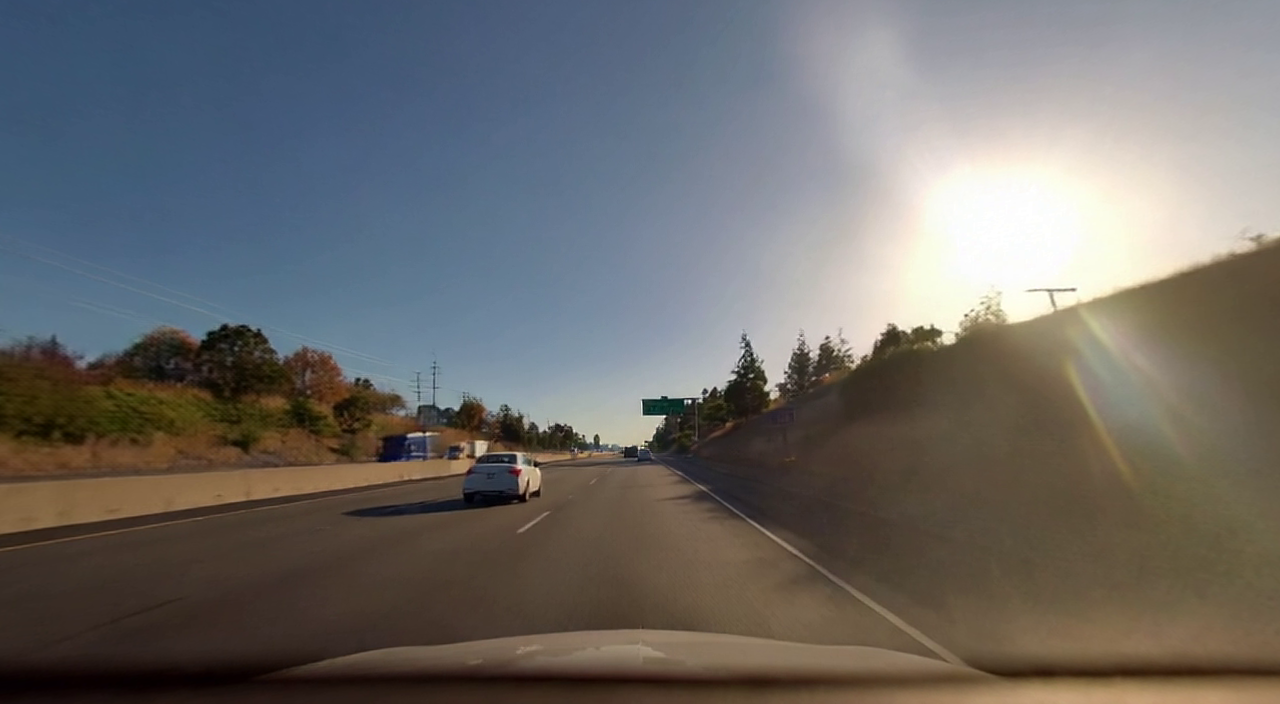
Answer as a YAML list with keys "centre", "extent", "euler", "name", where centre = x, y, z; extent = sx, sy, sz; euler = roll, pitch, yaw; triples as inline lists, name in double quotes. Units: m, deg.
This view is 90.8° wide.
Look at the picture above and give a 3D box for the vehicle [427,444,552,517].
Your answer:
- centre: [-3.404, 2.979, 15.140]
  extent: [1.978, 1.498, 4.080]
  euler: [0, -9, 0]
  name: "vehicle"
